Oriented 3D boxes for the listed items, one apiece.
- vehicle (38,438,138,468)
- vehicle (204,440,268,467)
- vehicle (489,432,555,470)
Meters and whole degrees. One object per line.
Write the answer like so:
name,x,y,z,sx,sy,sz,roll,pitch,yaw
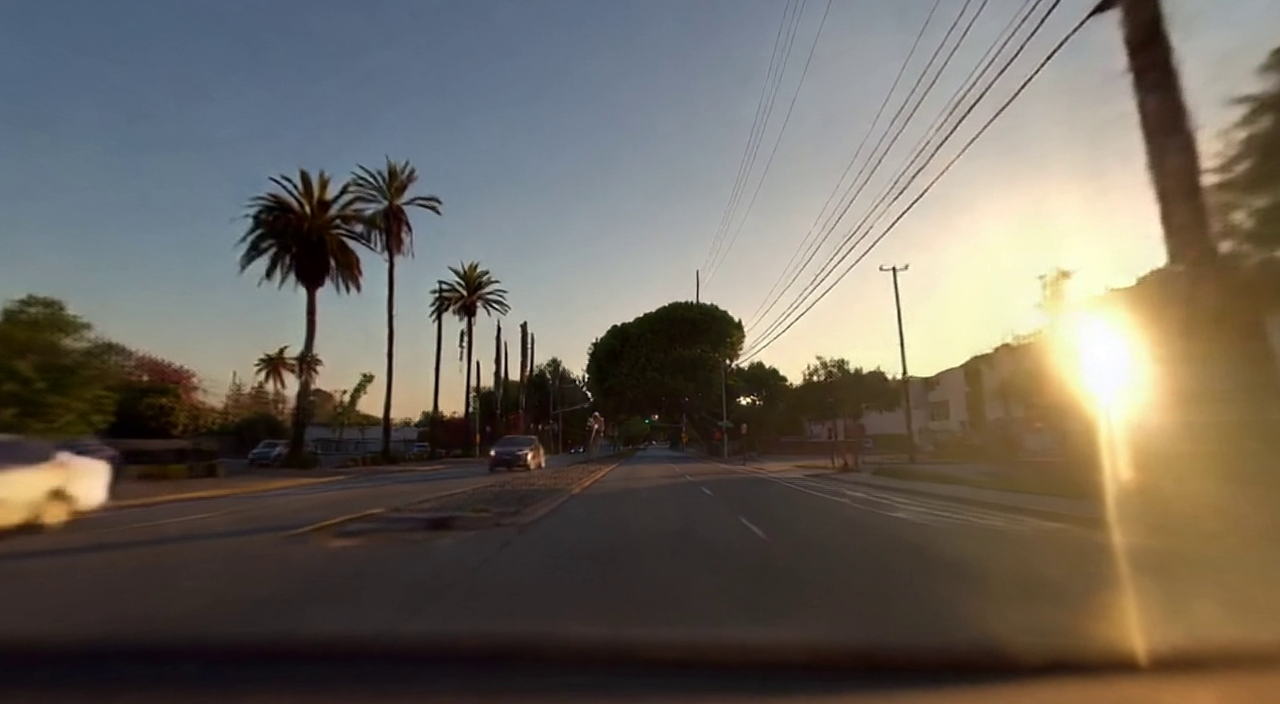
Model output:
vehicle,-39.221,7.171,45.053,4.768,1.945,2.386,3,-8,-26
vehicle,-29.081,7.287,45.399,4.687,1.649,1.993,-7,-5,31
vehicle,-6.073,5.161,33.310,2.139,1.794,5.925,0,-8,2
